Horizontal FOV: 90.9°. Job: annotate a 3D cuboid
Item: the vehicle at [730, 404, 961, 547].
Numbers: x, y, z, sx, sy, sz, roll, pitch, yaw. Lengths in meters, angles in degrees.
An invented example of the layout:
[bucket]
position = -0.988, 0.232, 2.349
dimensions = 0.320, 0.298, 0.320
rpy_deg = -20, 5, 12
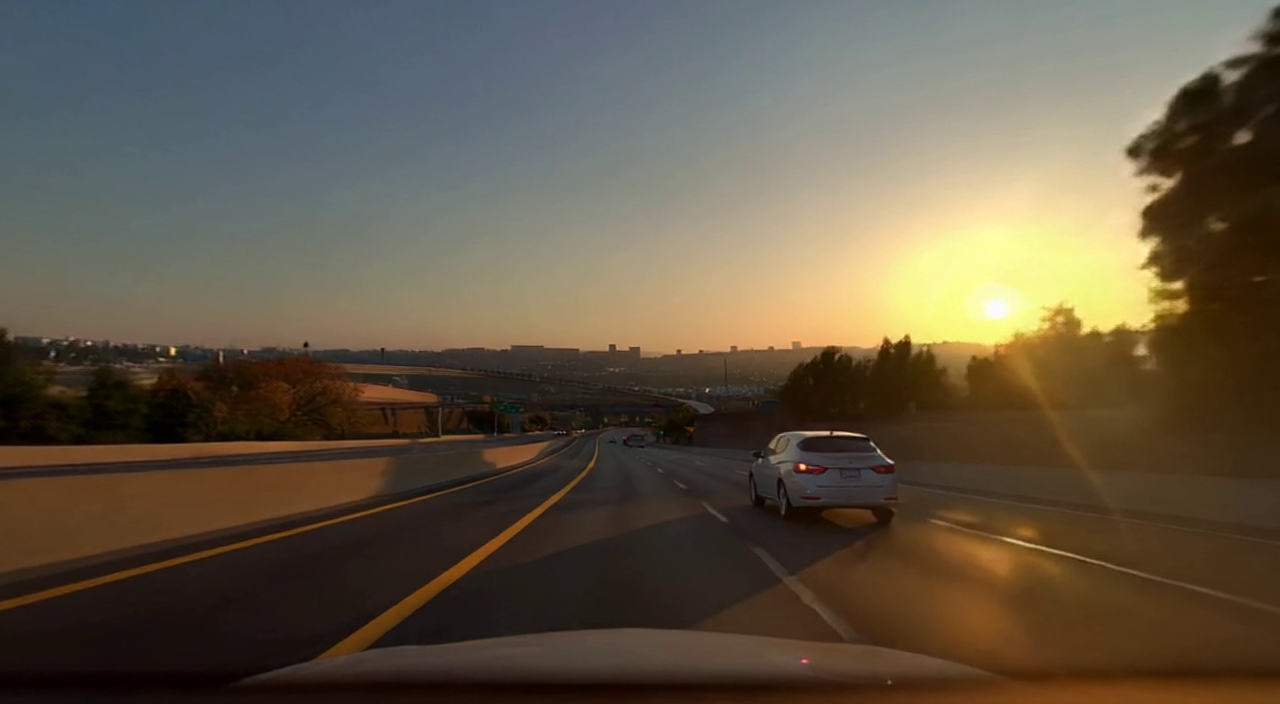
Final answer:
[vehicle]
position = 2.802, 1.815, 9.819
dimensions = 2.059, 1.715, 4.192
rpy_deg = 0, -8, -2
